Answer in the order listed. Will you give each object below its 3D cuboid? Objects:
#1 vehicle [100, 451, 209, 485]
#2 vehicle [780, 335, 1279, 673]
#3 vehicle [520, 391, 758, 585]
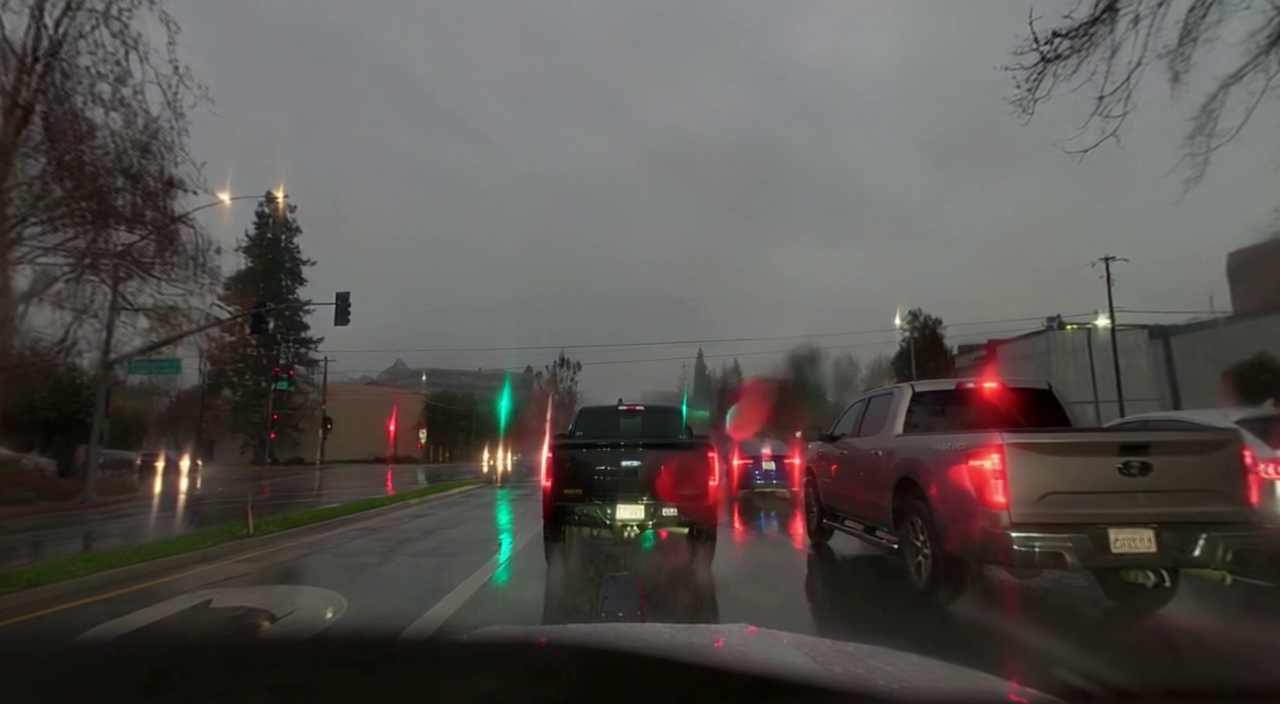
[{"bbox_3d":[-26.423,6.293,34.590,4.437,1.669,1.936,5,-10,-31],"label":"vehicle"},{"bbox_3d":[3.333,1.280,6.556,2.412,1.953,5.682,0,-9,-1],"label":"vehicle"},{"bbox_3d":[-0.054,1.656,8.556,2.240,1.821,5.001,0,-9,-1],"label":"vehicle"}]
